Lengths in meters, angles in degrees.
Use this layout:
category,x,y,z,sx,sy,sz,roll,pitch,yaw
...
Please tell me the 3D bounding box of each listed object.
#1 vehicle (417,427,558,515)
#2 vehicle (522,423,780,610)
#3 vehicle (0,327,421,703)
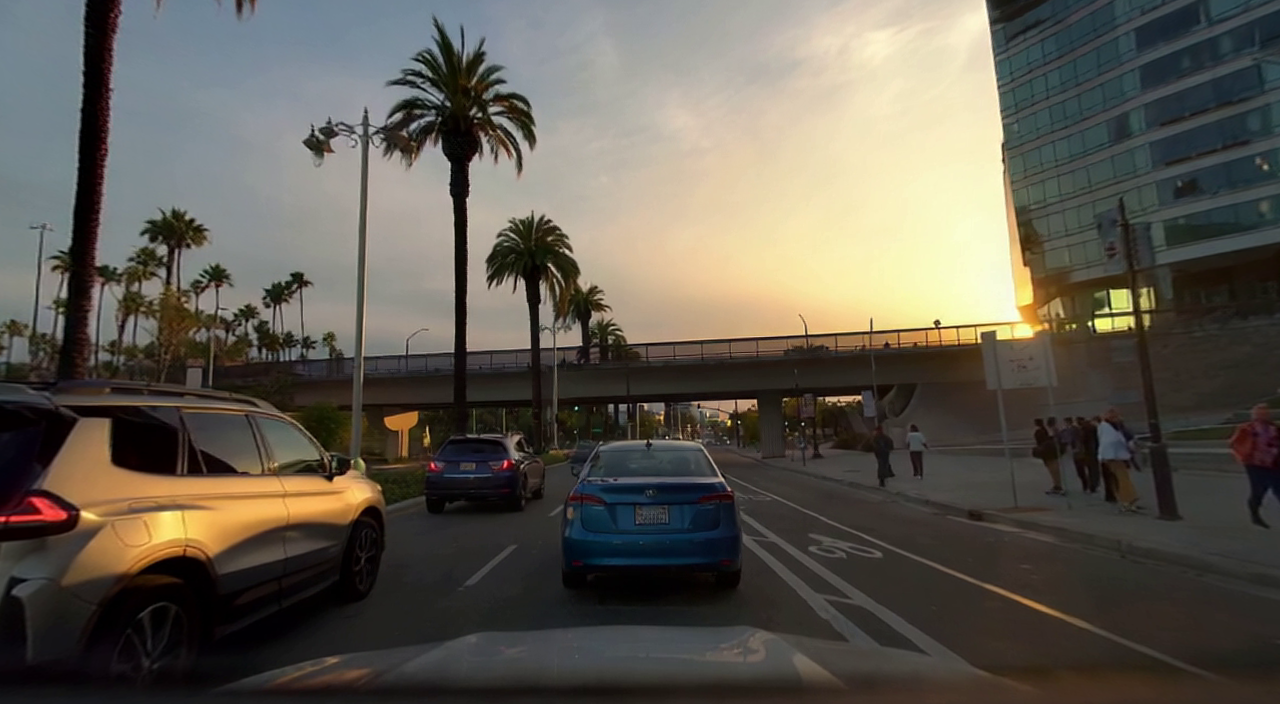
category,x,y,z,sx,sy,sz,roll,pitch,yaw
vehicle,-3.148,2.556,14.001,1.955,1.637,4.032,0,-9,2
vehicle,0.062,1.614,7.139,2.036,1.461,4.129,0,-8,-1
vehicle,-3.260,1.070,4.127,2.014,1.740,4.359,0,-9,1
